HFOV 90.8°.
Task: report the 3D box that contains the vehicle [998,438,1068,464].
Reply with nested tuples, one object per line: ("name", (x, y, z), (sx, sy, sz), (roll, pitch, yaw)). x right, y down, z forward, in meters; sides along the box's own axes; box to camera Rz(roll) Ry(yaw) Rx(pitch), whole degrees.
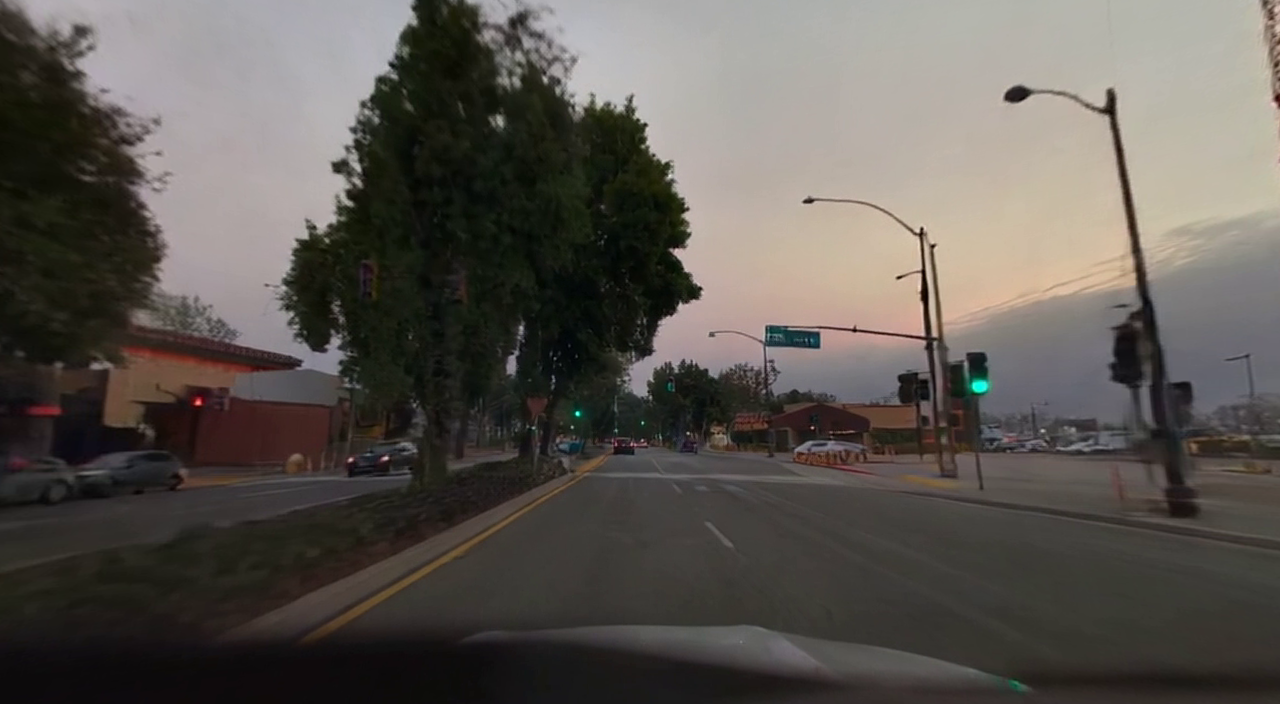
("vehicle", (23.540, 5.886, 37.815), (3.995, 1.463, 1.862), (5, -10, -31))

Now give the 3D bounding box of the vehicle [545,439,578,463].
("vehicle", (-6.145, 7.767, 49.792), (1.983, 1.715, 4.466), (-2, -8, 0))

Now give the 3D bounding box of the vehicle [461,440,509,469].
("vehicle", (-9.334, 6.188, 38.344), (1.918, 1.640, 3.971), (0, -9, 0))

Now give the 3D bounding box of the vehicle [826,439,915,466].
("vehicle", (13.616, 5.972, 37.563), (4.506, 1.479, 1.924), (0, -9, 1))

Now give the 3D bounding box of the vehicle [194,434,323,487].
("vehicle", (-16.558, 4.732, 27.908), (2.190, 2.069, 5.804), (0, -9, -2))

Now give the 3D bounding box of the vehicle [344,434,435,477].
("vehicle", (-12.278, 5.115, 31.495), (2.249, 1.952, 5.746), (0, -9, -1))

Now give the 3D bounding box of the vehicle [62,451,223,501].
("vehicle", (-16.601, 4.125, 21.460), (1.804, 1.467, 4.489), (0, -9, 0))
